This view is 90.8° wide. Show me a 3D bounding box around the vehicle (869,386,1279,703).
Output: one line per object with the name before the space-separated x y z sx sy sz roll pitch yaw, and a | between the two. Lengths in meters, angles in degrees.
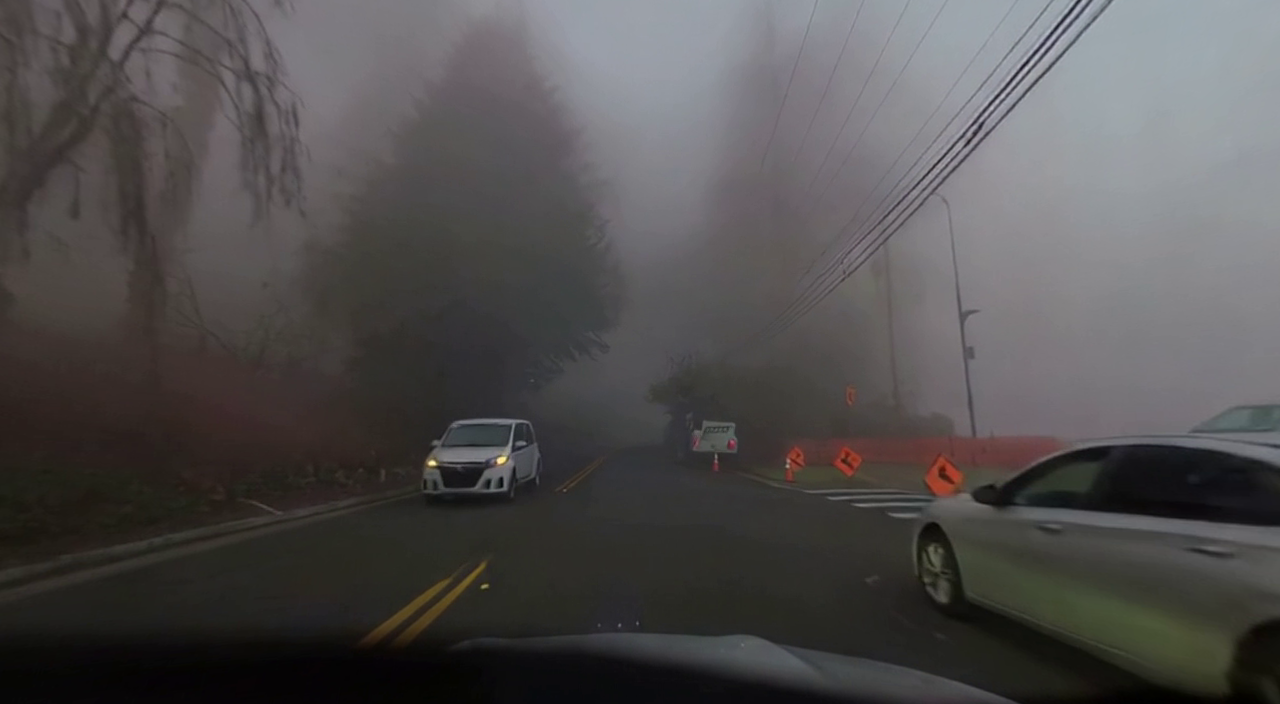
vehicle | 3.144 1.025 3.244 2.006 1.482 4.722 0 -8 -2

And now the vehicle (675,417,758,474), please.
vehicle | 3.040 3.954 26.766 2.759 2.114 6.152 0 -8 0

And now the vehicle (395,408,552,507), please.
vehicle | -3.680 2.504 15.369 2.358 1.921 5.675 0 -8 -1
